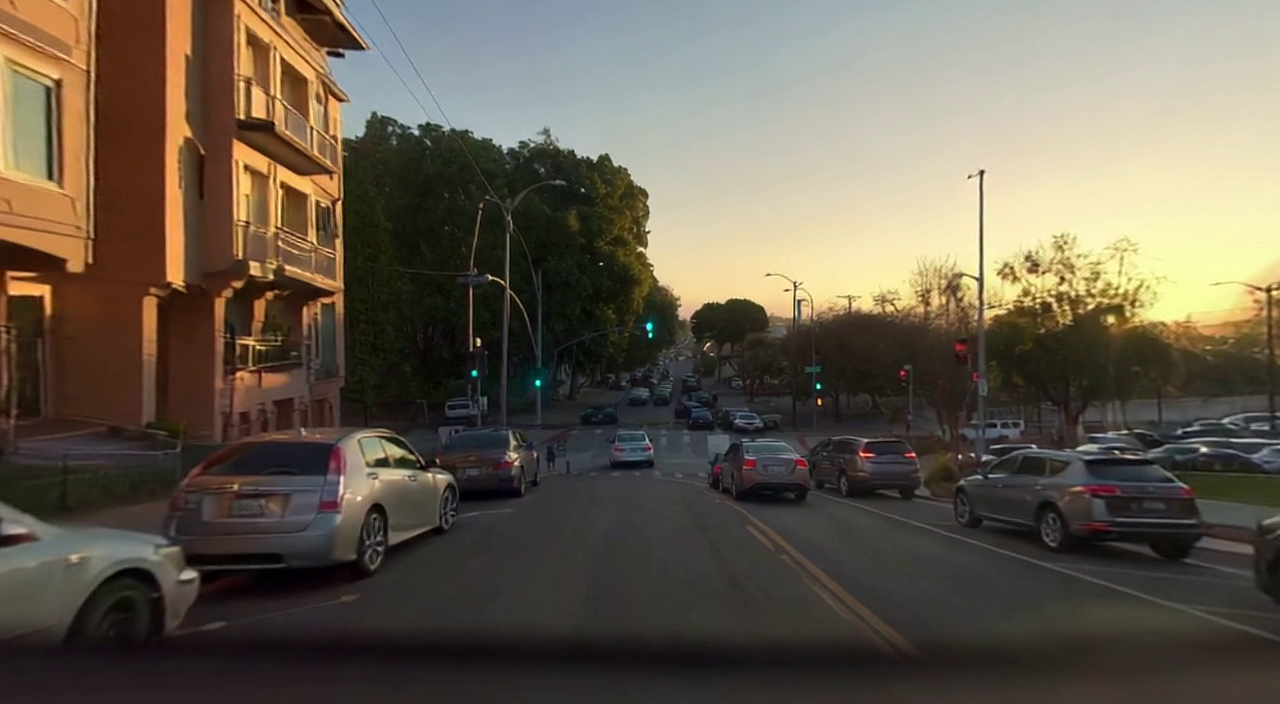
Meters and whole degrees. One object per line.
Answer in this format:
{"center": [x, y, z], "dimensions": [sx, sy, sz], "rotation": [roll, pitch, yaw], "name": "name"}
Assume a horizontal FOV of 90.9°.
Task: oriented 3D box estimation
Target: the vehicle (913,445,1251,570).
{"center": [6.154, 2.157, 9.656], "dimensions": [1.962, 1.438, 4.440], "rotation": [0, -8, 0], "name": "vehicle"}

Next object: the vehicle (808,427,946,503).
{"center": [6.137, 2.971, 17.022], "dimensions": [1.999, 1.752, 4.502], "rotation": [0, -8, 1], "name": "vehicle"}

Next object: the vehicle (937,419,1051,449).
{"center": [18.435, 4.310, 32.981], "dimensions": [4.738, 1.537, 1.960], "rotation": [0, -8, 2], "name": "vehicle"}

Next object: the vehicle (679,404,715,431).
{"center": [3.788, 4.452, 42.312], "dimensions": [2.093, 1.655, 4.327], "rotation": [0, -8, 1], "name": "vehicle"}

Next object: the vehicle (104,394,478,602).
{"center": [-3.457, 1.529, 7.478], "dimensions": [1.922, 1.704, 4.398], "rotation": [0, -8, 0], "name": "vehicle"}

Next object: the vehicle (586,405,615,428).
{"center": [-2.817, 4.679, 45.492], "dimensions": [1.878, 1.521, 3.697], "rotation": [0, -8, -1], "name": "vehicle"}

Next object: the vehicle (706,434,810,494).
{"center": [3.149, 3.099, 17.826], "dimensions": [2.055, 1.450, 4.676], "rotation": [0, -8, 0], "name": "vehicle"}

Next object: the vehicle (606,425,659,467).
{"center": [-0.242, 3.656, 24.560], "dimensions": [1.923, 1.460, 3.923], "rotation": [0, -8, 1], "name": "vehicle"}

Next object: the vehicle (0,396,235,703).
{"center": [-3.542, 0.809, 1.711], "dimensions": [1.869, 1.491, 4.458], "rotation": [0, -8, 1], "name": "vehicle"}
